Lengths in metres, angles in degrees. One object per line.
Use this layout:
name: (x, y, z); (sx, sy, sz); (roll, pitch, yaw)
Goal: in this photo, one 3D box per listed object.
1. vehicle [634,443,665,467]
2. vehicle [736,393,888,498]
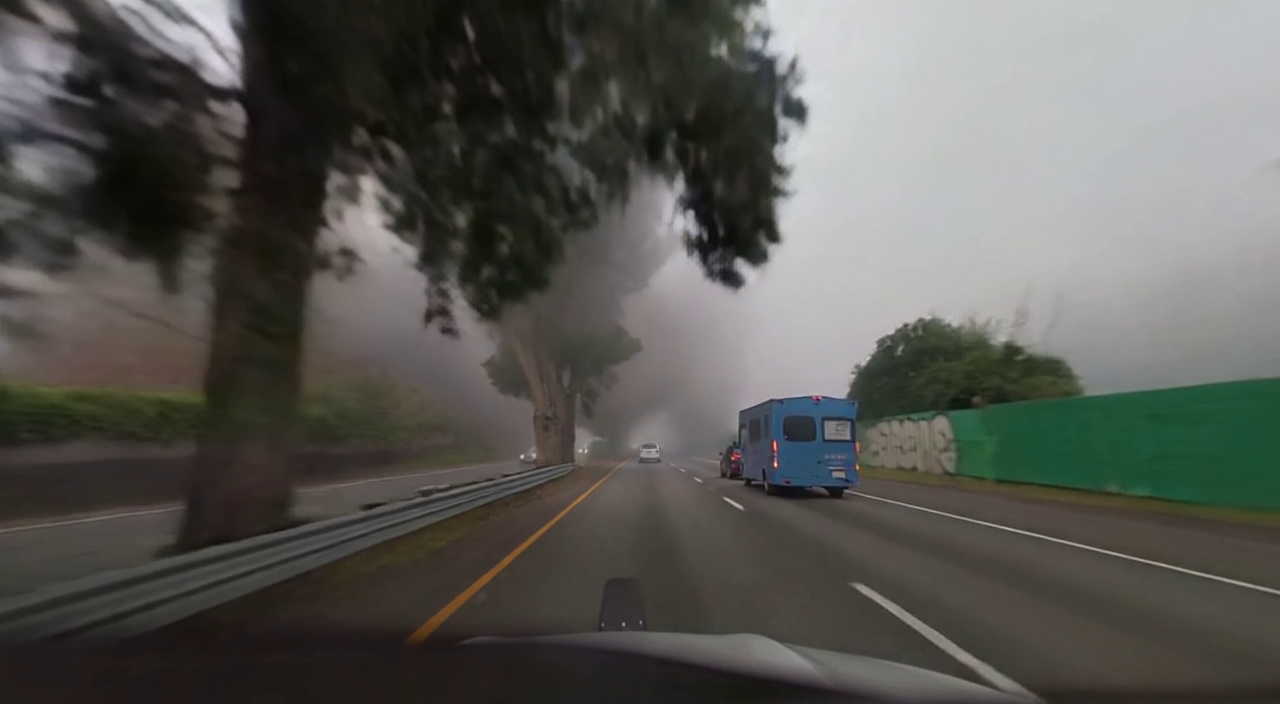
vehicle: (0.618, 6.985, 42.890); (2.030, 1.572, 4.067); (0, -8, 0)
vehicle: (4.891, 2.884, 19.533); (2.712, 2.659, 6.992); (0, -8, 0)
